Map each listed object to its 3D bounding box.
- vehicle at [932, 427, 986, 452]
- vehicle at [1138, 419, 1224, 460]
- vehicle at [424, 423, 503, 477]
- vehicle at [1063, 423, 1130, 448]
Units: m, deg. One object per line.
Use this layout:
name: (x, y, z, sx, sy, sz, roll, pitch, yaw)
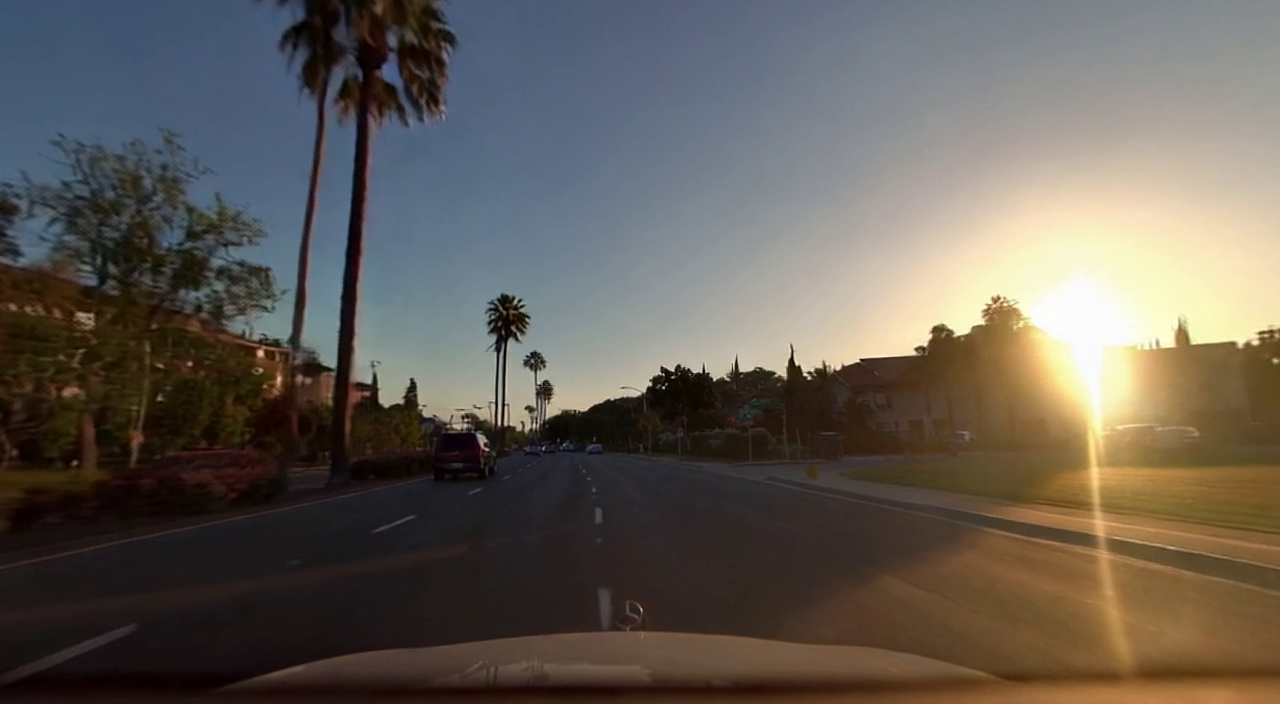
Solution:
vehicle: (23.972, 6.604, 47.052, 4.646, 1.768, 1.990, 8, -12, -42)
vehicle: (25.499, 4.164, 29.529, 4.520, 1.746, 2.295, 8, -12, -41)
vehicle: (-7.876, 4.475, 28.725, 2.507, 2.161, 6.049, 1, -9, -7)
vehicle: (35.158, 6.429, 48.239, 6.133, 1.800, 2.631, 7, -11, -40)
